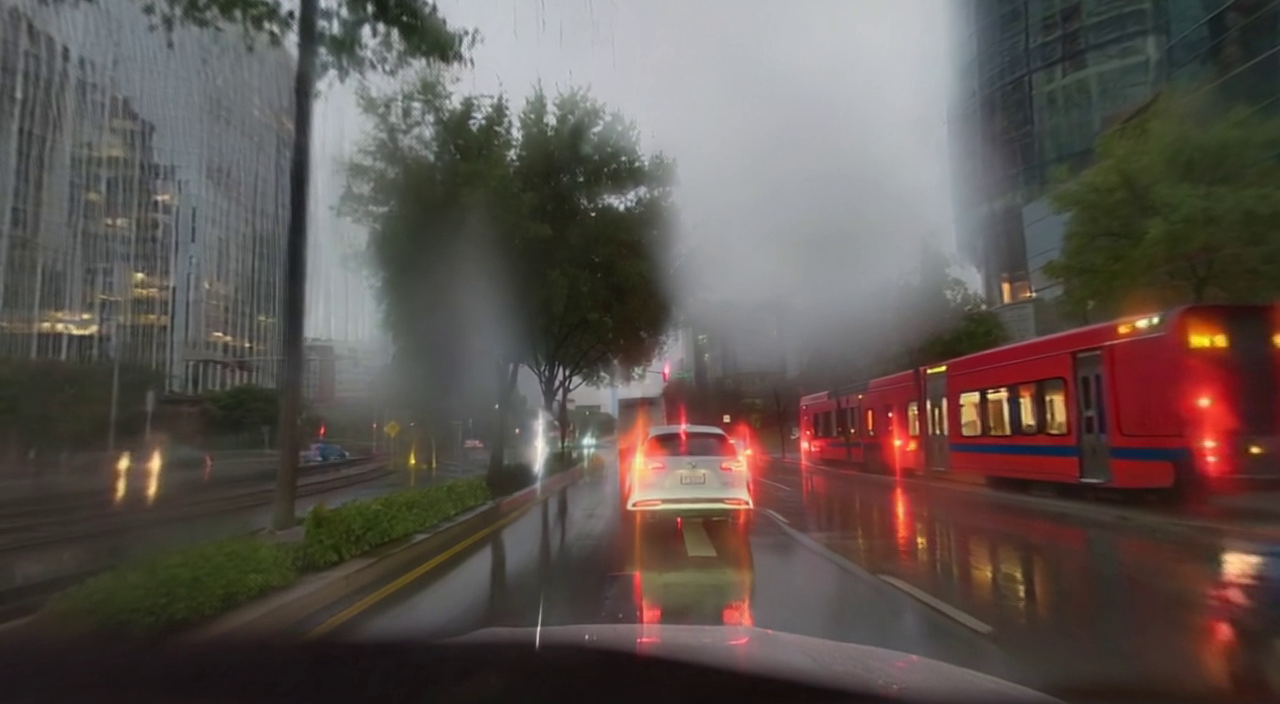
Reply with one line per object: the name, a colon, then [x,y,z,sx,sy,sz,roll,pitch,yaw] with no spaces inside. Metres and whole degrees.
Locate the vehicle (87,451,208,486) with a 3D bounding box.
vehicle: [-23.082,5.433,29.784,1.900,1.465,4.781,0,-9,-1]

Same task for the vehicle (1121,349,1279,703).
vehicle: [3.826,0.614,1.134,2.212,1.709,4.715,0,-9,1]

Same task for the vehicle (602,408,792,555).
vehicle: [0.594,1.808,9.397,2.190,1.684,4.084,0,-9,-2]
